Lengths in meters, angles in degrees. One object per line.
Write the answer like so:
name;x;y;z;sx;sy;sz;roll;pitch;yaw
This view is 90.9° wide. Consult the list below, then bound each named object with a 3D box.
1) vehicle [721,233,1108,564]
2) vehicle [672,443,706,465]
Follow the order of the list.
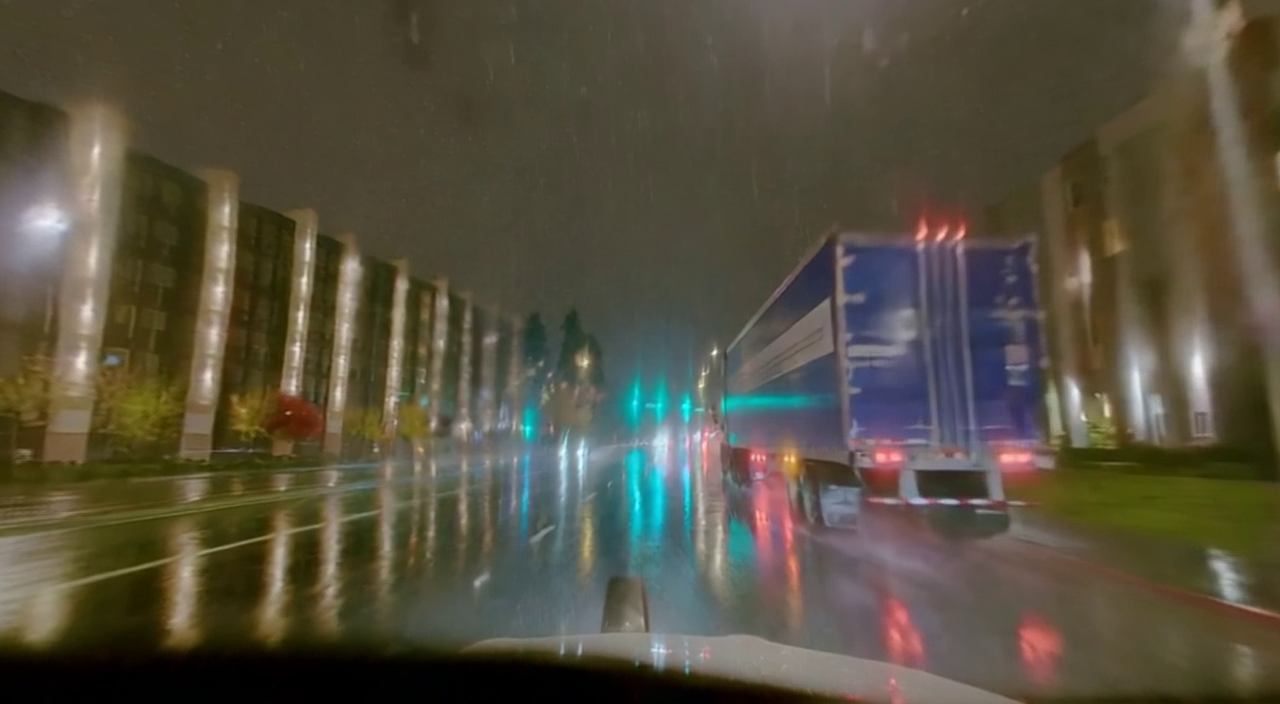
vehicle;4.085;1.407;14.236;3.157;3.982;13.307;0;-8;2
vehicle;3.253;6.644;41.262;1.871;1.370;4.206;-1;-8;9
